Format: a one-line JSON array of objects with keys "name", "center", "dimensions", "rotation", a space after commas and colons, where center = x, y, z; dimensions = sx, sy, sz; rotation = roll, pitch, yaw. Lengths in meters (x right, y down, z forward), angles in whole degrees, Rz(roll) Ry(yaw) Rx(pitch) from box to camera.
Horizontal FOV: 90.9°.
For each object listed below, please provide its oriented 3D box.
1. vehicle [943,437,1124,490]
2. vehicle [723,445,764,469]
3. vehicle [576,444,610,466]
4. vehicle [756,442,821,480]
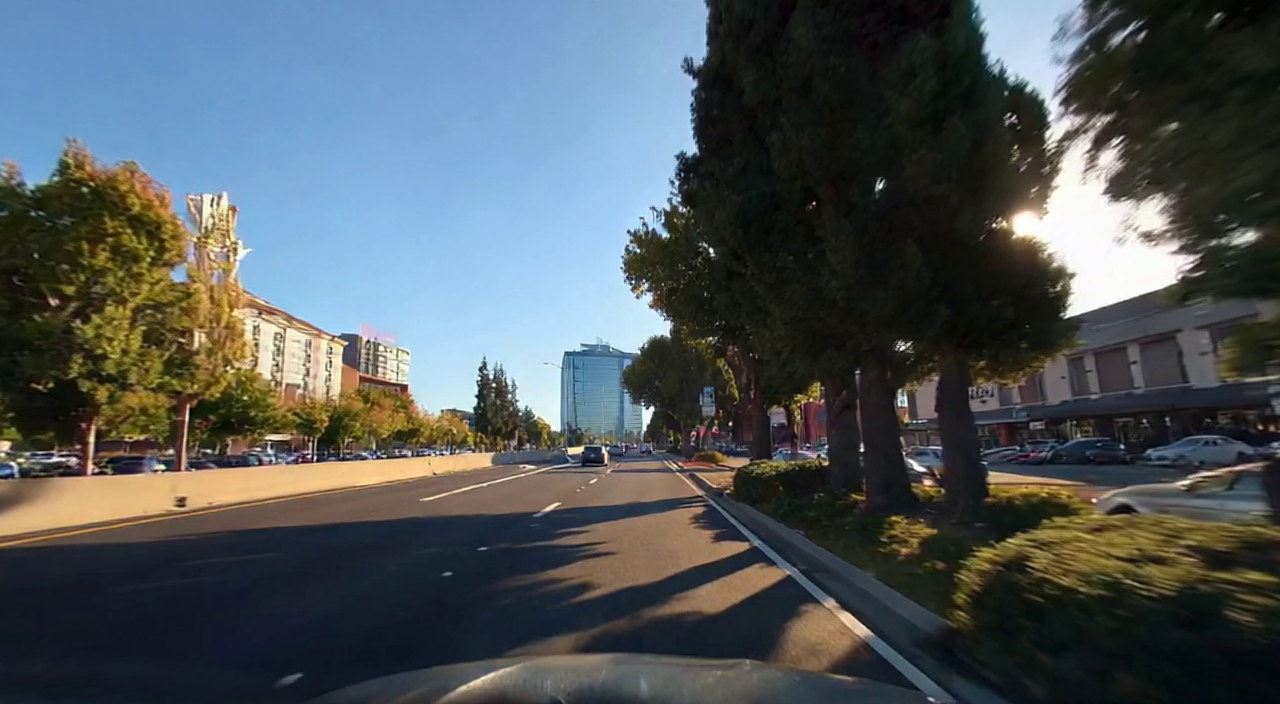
[{"name": "vehicle", "center": [12.833, 3.634, 20.812], "dimensions": [4.597, 1.643, 1.932], "rotation": [0, -8, 2]}, {"name": "vehicle", "center": [6.945, 7.115, 42.919], "dimensions": [1.869, 1.516, 4.767], "rotation": [0, -8, -1]}, {"name": "vehicle", "center": [-3.255, 7.217, 44.264], "dimensions": [2.005, 1.446, 4.265], "rotation": [0, -8, 0]}, {"name": "vehicle", "center": [6.759, 4.988, 29.131], "dimensions": [1.934, 1.641, 4.117], "rotation": [0, -8, -1]}]
